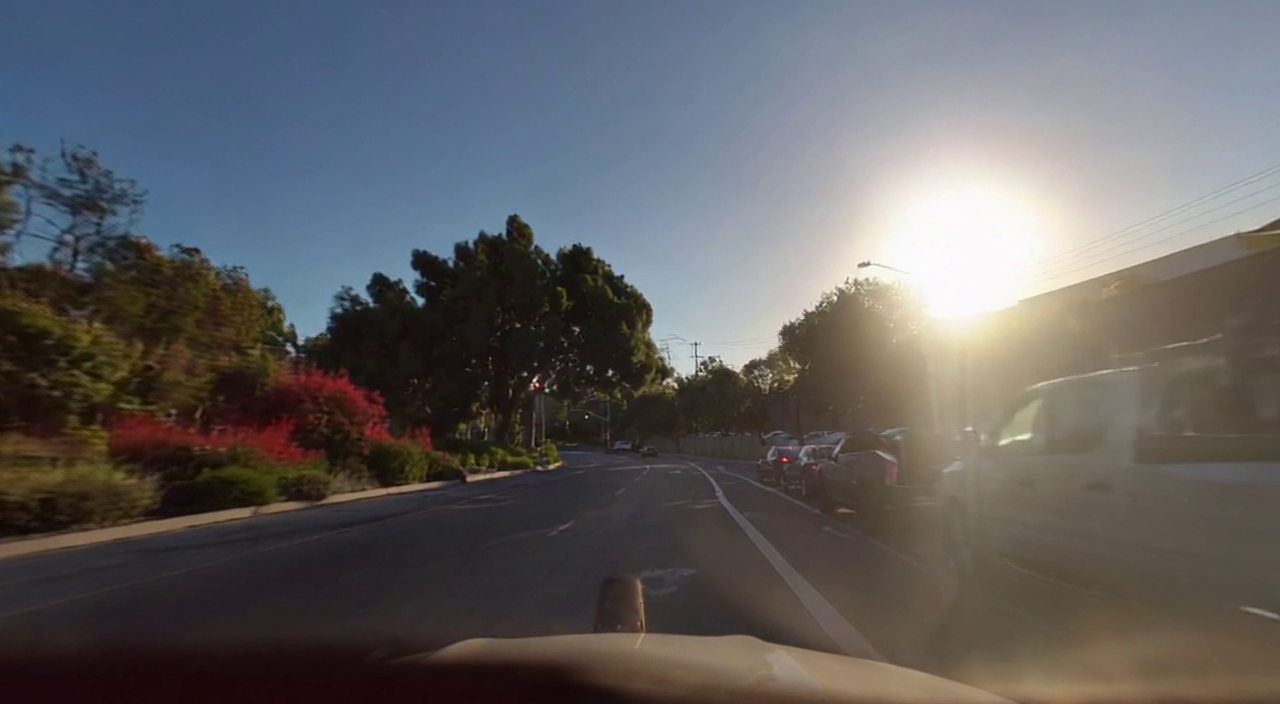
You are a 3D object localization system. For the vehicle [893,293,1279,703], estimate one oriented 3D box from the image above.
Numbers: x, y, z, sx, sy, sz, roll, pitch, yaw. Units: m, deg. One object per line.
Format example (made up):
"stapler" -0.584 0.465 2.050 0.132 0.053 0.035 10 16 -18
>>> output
"vehicle" 4.034 0.961 4.210 2.291 1.981 6.444 0 -9 3
